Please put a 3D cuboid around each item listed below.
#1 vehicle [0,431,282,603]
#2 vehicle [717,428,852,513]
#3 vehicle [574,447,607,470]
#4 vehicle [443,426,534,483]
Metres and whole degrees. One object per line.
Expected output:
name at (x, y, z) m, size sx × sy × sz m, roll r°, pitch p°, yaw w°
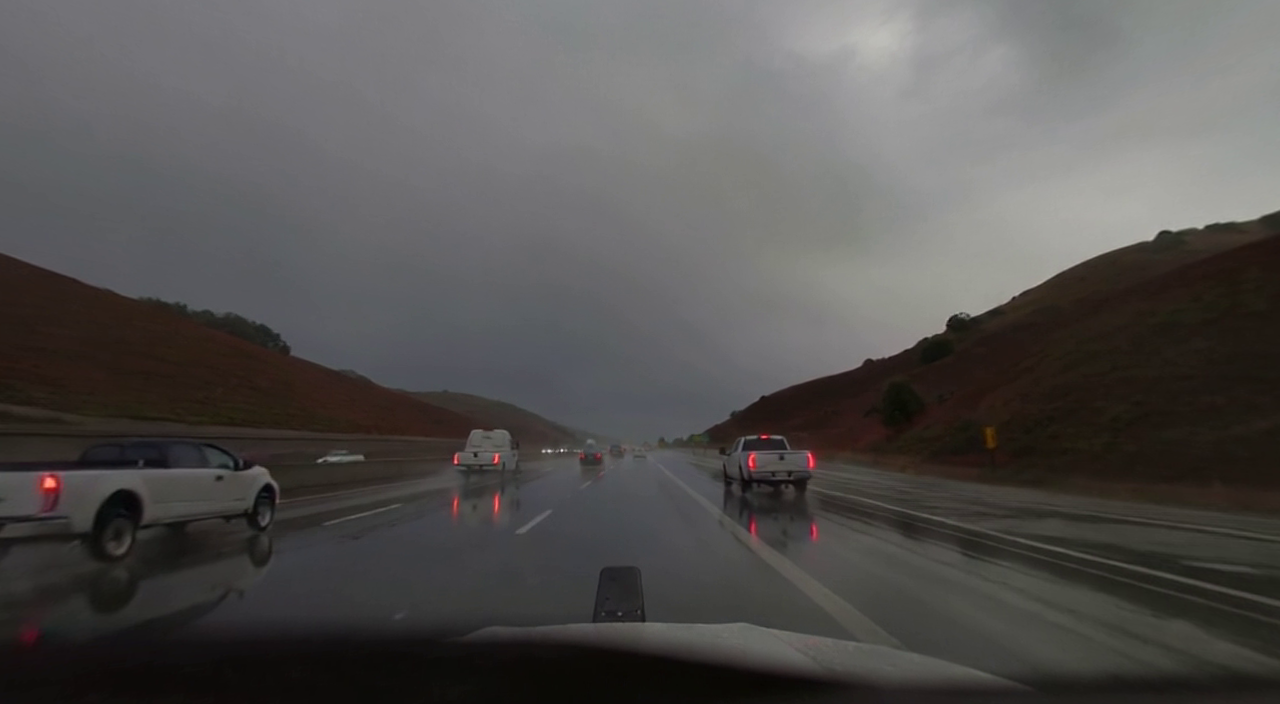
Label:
vehicle at (-6.830, 1.833, 7.808) m, size 1.935 × 1.550 × 4.883 m, roll 0°, pitch -9°, yaw -1°
vehicle at (3.378, 2.898, 15.835) m, size 2.231 × 1.789 × 4.700 m, roll 0°, pitch -9°, yaw 0°
vehicle at (-3.486, 7.584, 44.999) m, size 2.009 × 1.593 × 4.378 m, roll 0°, pitch -9°, yaw -1°
vehicle at (-7.363, 5.141, 31.753) m, size 2.937 × 2.509 × 7.090 m, roll 0°, pitch -9°, yaw -1°
